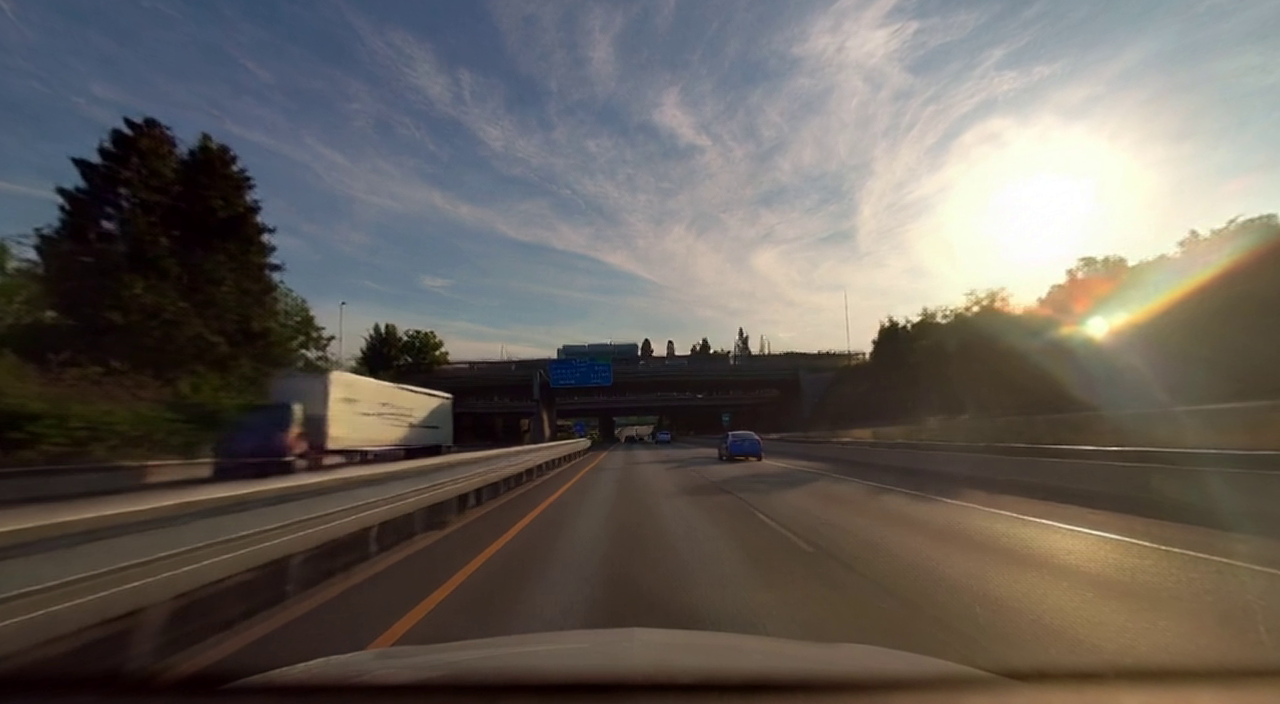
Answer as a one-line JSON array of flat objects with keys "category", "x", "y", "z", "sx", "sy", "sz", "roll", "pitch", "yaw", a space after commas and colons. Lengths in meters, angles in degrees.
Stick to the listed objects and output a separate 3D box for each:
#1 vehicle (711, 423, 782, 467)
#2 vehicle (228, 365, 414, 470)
[{"category": "vehicle", "x": 4.311, "y": 3.847, "z": 26.228, "sx": 2.073, "sy": 1.651, "sz": 4.065, "roll": 0, "pitch": -8, "yaw": -2}, {"category": "vehicle", "x": -13.536, "y": 3.085, "z": 28.343, "sx": 2.949, "sy": 3.820, "sz": 10.704, "roll": 0, "pitch": -8, "yaw": -1}]
